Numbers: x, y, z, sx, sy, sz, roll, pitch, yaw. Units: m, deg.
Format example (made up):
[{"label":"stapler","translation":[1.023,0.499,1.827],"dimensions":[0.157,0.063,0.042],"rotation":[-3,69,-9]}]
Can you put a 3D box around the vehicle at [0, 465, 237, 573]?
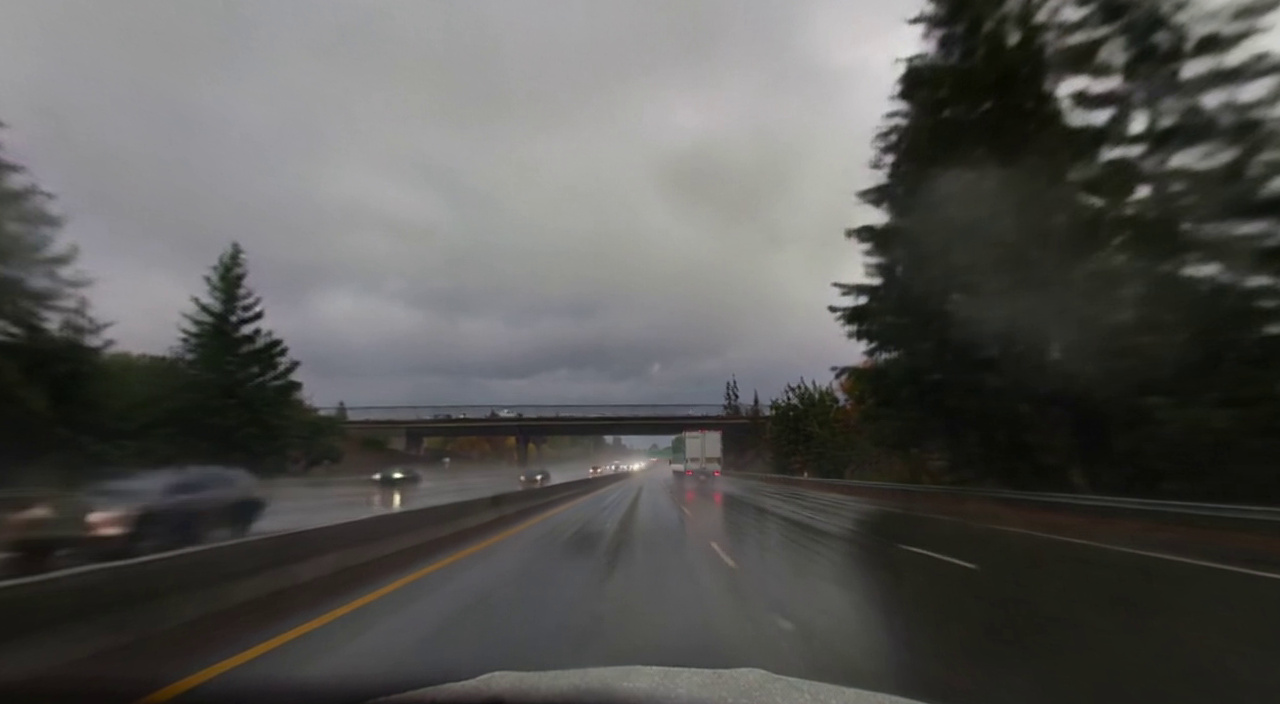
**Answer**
[{"label":"vehicle","translation":[-9.713,2.835,11.365],"dimensions":[2.046,1.536,4.145],"rotation":[1,-10,1]}]
